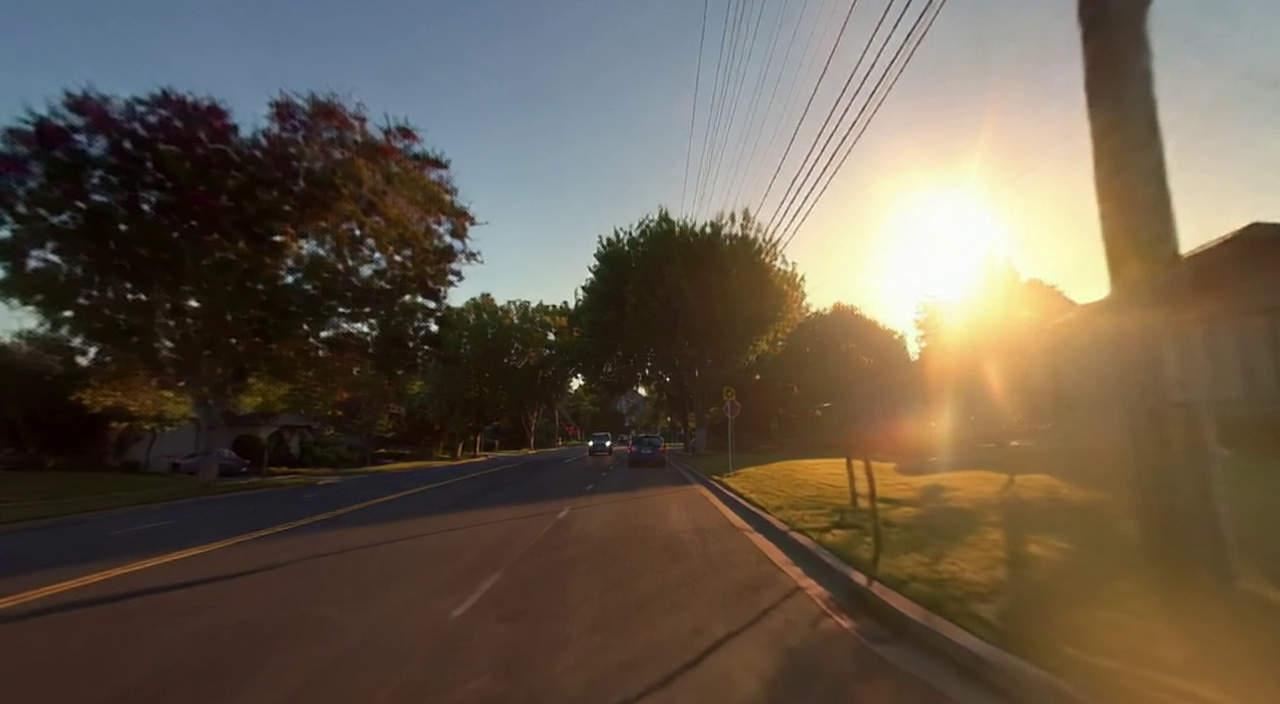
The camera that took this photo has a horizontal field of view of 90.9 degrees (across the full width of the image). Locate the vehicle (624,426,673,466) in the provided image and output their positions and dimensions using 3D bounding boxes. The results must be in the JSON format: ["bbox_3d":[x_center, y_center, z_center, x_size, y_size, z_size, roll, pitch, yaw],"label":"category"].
[{"bbox_3d":[0.373,4.339,29.225,2.120,1.718,3.909,0,-8,0],"label":"vehicle"}]

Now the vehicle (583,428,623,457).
[{"bbox_3d":[-2.288,5.766,40.117,2.157,1.765,4.303,0,-8,2],"label":"vehicle"}]
